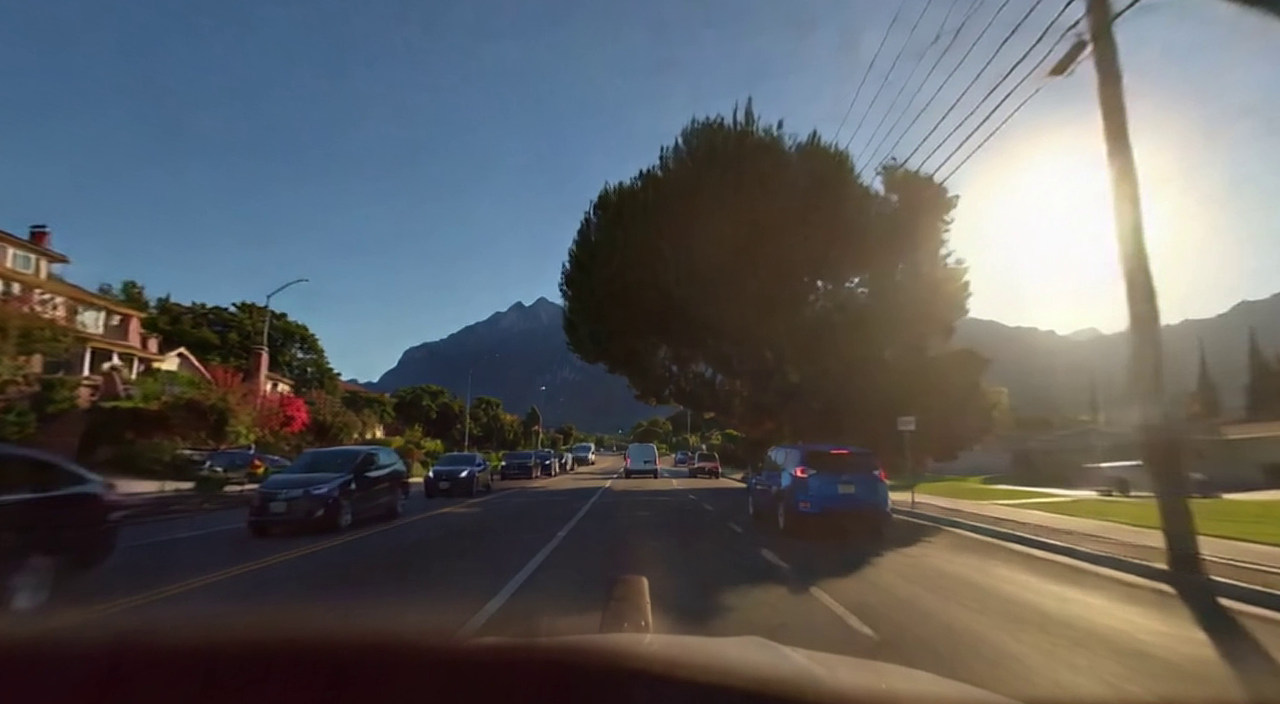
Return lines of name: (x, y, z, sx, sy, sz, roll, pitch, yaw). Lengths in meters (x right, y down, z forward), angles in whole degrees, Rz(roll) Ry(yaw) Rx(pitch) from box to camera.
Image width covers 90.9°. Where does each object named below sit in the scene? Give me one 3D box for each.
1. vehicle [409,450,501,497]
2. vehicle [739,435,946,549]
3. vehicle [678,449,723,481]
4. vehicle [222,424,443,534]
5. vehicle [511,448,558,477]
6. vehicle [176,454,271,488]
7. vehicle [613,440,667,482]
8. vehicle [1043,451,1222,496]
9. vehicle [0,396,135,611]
vehicle: (-6.383, 4.227, 22.373, 1.891, 1.479, 4.624, 0, -9, 0)
vehicle: (3.370, 2.429, 11.725, 2.155, 1.658, 4.721, 0, -9, -2)
vehicle: (3.303, 6.232, 35.148, 1.957, 1.646, 4.355, 0, -9, -1)
vehicle: (-6.190, 2.613, 13.700, 1.993, 1.884, 5.481, 0, -9, 0)
vehicle: (-6.443, 6.791, 38.988, 2.095, 1.695, 4.431, 0, -9, 0)
vehicle: (-20.245, 5.774, 30.877, 1.763, 1.459, 4.315, 1, -9, -1)
vehicle: (-0.034, 5.667, 33.205, 2.636, 2.011, 5.130, 0, -9, -1)
vehicle: (17.282, 4.277, 22.312, 4.656, 1.461, 1.955, 0, -9, 0)
vehicle: (-6.385, 1.154, 4.474, 1.983, 1.801, 4.391, 0, -9, -1)
